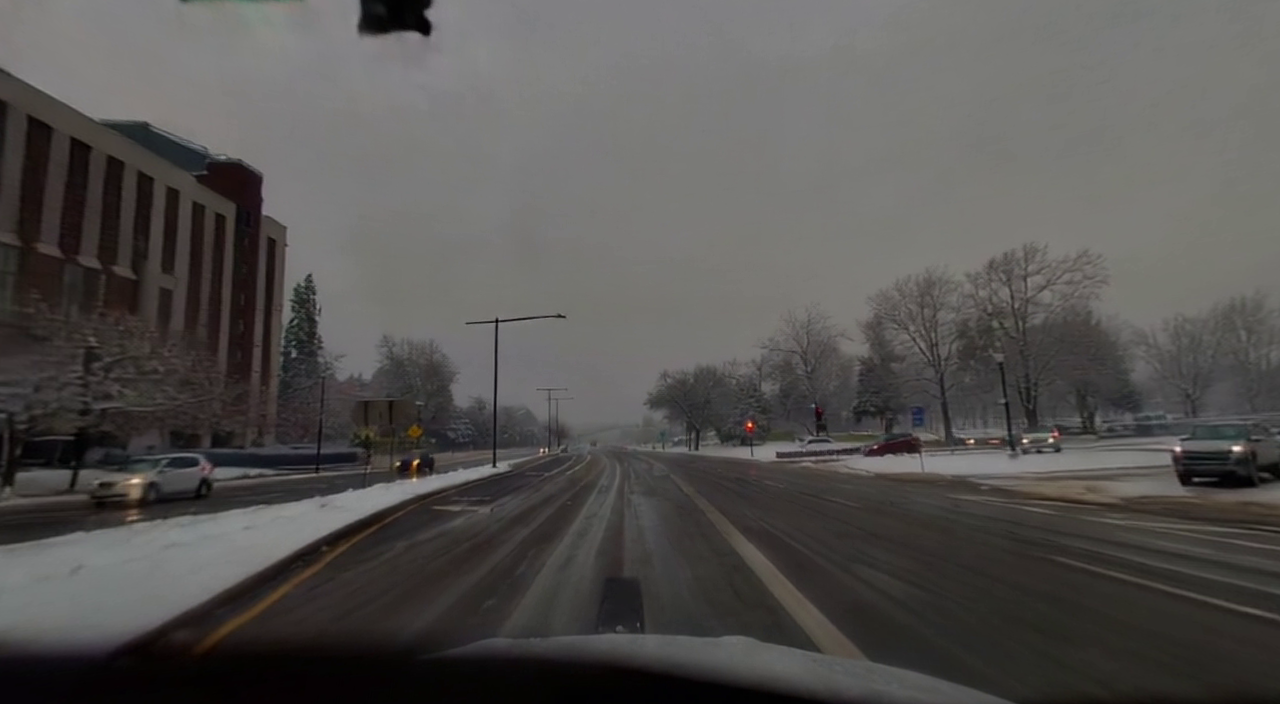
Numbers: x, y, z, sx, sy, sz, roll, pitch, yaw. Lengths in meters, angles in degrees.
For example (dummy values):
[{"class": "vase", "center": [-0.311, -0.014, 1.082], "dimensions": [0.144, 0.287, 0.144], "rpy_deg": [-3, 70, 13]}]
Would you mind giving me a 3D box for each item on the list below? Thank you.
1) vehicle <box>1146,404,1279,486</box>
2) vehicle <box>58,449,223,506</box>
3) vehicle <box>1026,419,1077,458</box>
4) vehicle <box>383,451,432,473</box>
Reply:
[{"class": "vehicle", "center": [22.225, 3.494, 24.180], "dimensions": [5.332, 2.719, 2.336], "rpy_deg": [2, -9, -30]}, {"class": "vehicle", "center": [-18.479, 4.618, 23.780], "dimensions": [2.284, 1.801, 4.822], "rpy_deg": [-2, -9, 0]}, {"class": "vehicle", "center": [25.205, 5.355, 38.800], "dimensions": [1.246, 2.287, 2.709], "rpy_deg": [-1, -9, 2]}, {"class": "vehicle", "center": [-17.944, 8.504, 49.019], "dimensions": [2.039, 1.466, 4.783], "rpy_deg": [-1, -9, -1]}]
